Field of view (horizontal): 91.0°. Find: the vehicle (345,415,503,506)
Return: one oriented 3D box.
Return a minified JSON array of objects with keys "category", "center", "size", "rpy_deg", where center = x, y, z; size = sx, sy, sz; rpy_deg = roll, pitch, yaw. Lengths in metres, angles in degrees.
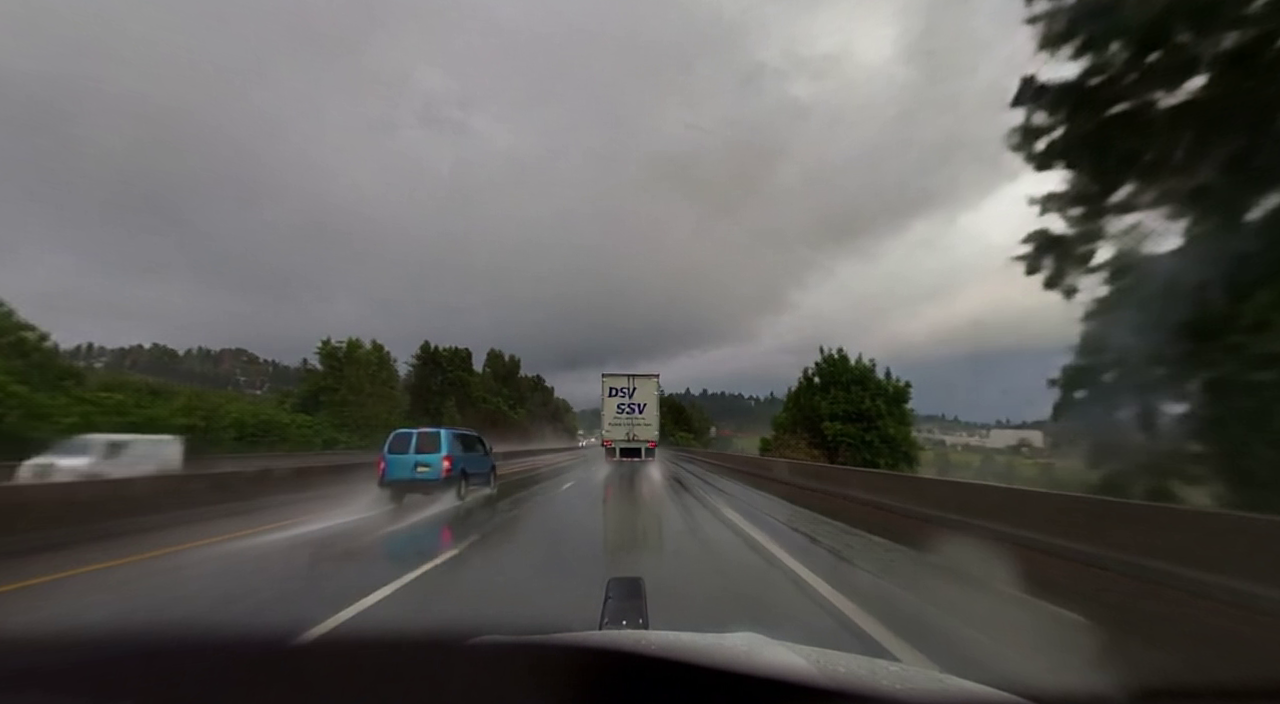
[{"category":"vehicle","center":[-4.785,2.486,14.807],"size":[2.086,1.778,4.544],"rpy_deg":[0,-8,0]}]

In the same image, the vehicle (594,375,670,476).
[{"category":"vehicle","center":[-0.451,3.605,29.971],"size":[2.969,3.957,10.270],"rpy_deg":[0,-8,-1]}]

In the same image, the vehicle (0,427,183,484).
[{"category":"vehicle","center":[-16.581,3.100,19.123],"size":[1.902,1.502,4.621],"rpy_deg":[0,-8,-1]}]
